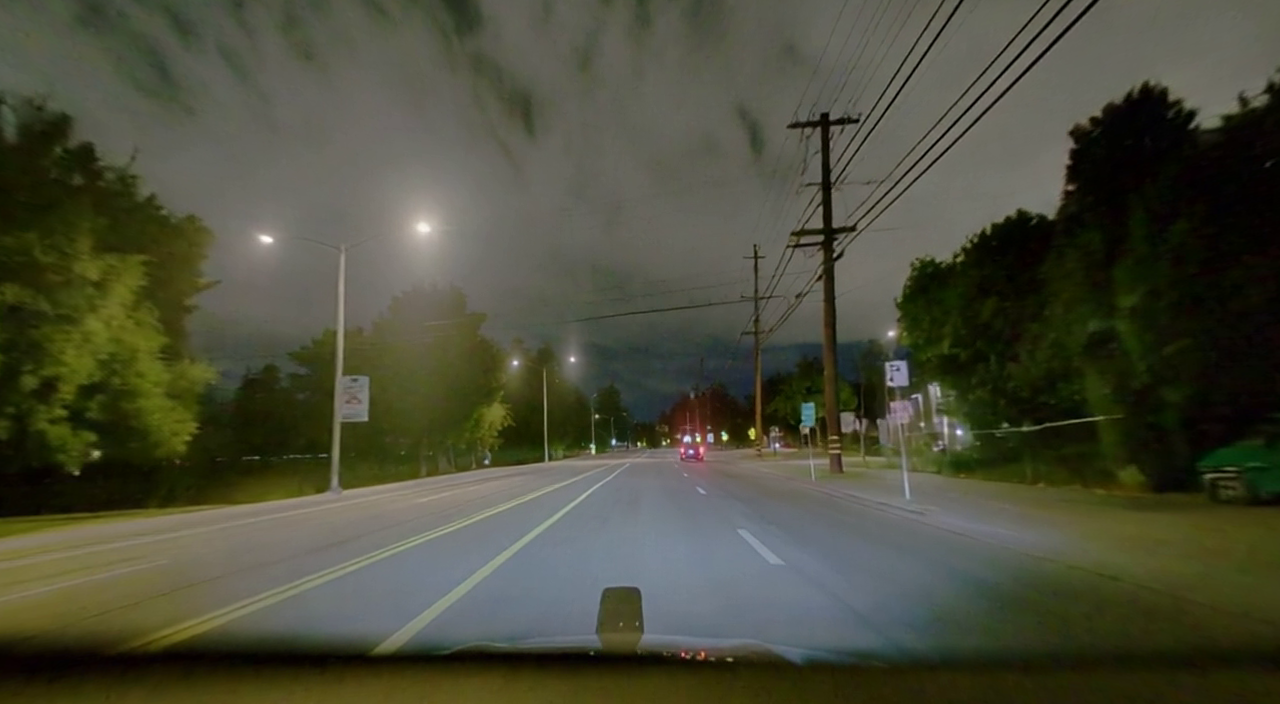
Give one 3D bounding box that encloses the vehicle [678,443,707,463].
[{"bbox_3d":[3.874,7.538,47.298,2.015,1.467,4.117,-1,-8,3],"label":"vehicle"}]
